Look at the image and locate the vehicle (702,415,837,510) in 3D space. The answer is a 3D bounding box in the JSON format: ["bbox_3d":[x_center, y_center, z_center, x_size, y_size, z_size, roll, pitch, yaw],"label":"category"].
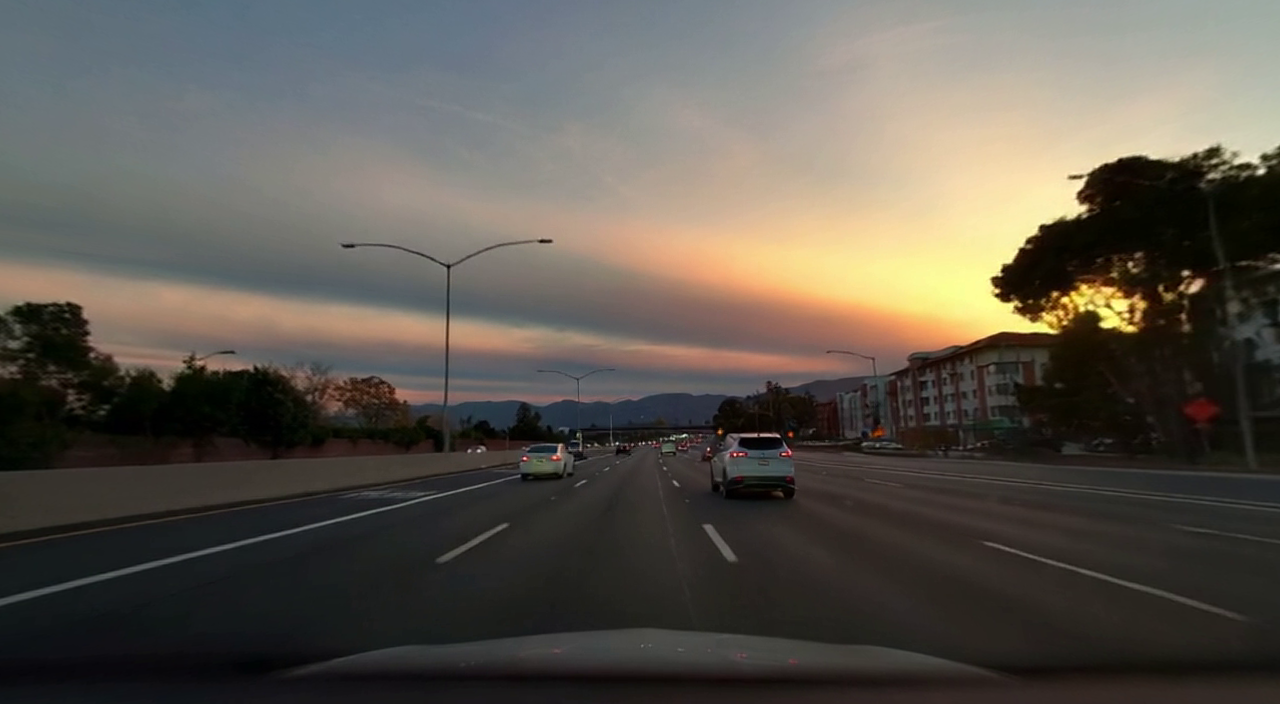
[{"bbox_3d":[2.833,2.568,15.063,2.148,1.852,4.835,0,-8,0],"label":"vehicle"}]

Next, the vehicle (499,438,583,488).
[{"bbox_3d":[-3.344,3.870,22.315,2.080,1.542,4.718,-1,-8,2],"label":"vehicle"}]
